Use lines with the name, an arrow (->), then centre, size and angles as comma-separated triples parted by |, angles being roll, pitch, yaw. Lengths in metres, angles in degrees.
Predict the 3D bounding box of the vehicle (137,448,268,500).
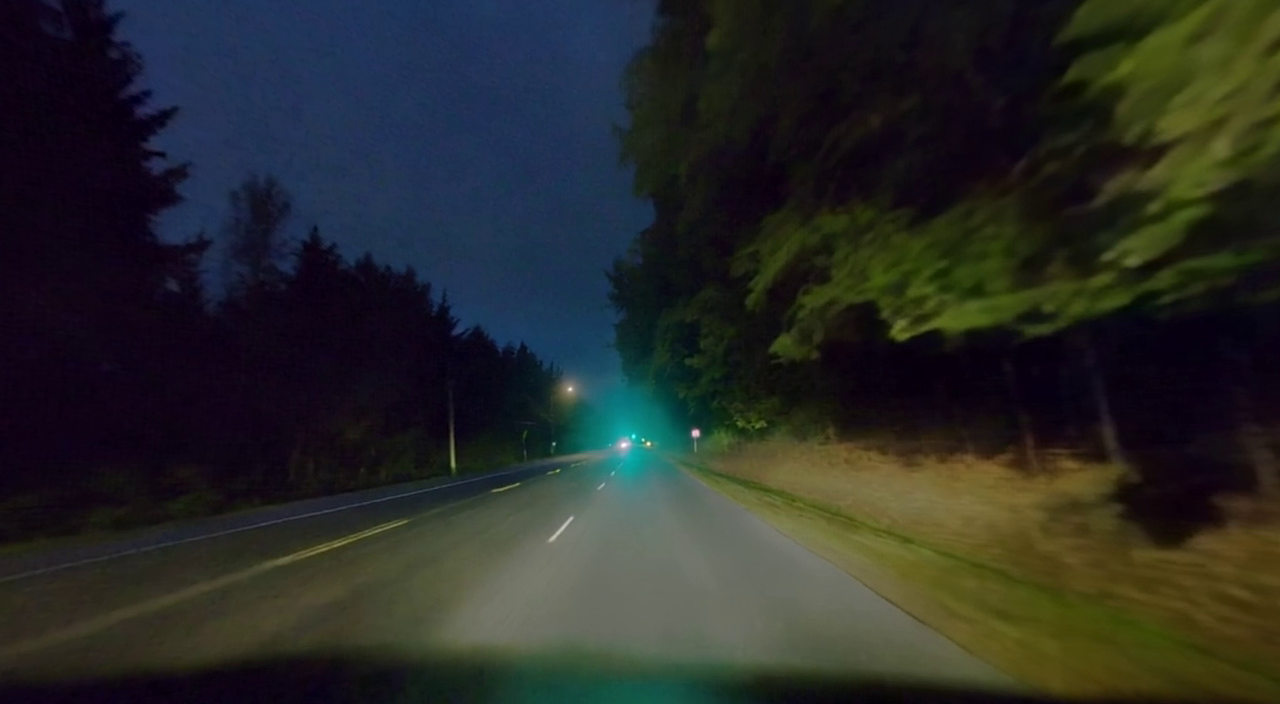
vehicle -> -20.561, 5.709, 29.822 | 4.655, 1.832, 2.227 | -6, -7, 2
